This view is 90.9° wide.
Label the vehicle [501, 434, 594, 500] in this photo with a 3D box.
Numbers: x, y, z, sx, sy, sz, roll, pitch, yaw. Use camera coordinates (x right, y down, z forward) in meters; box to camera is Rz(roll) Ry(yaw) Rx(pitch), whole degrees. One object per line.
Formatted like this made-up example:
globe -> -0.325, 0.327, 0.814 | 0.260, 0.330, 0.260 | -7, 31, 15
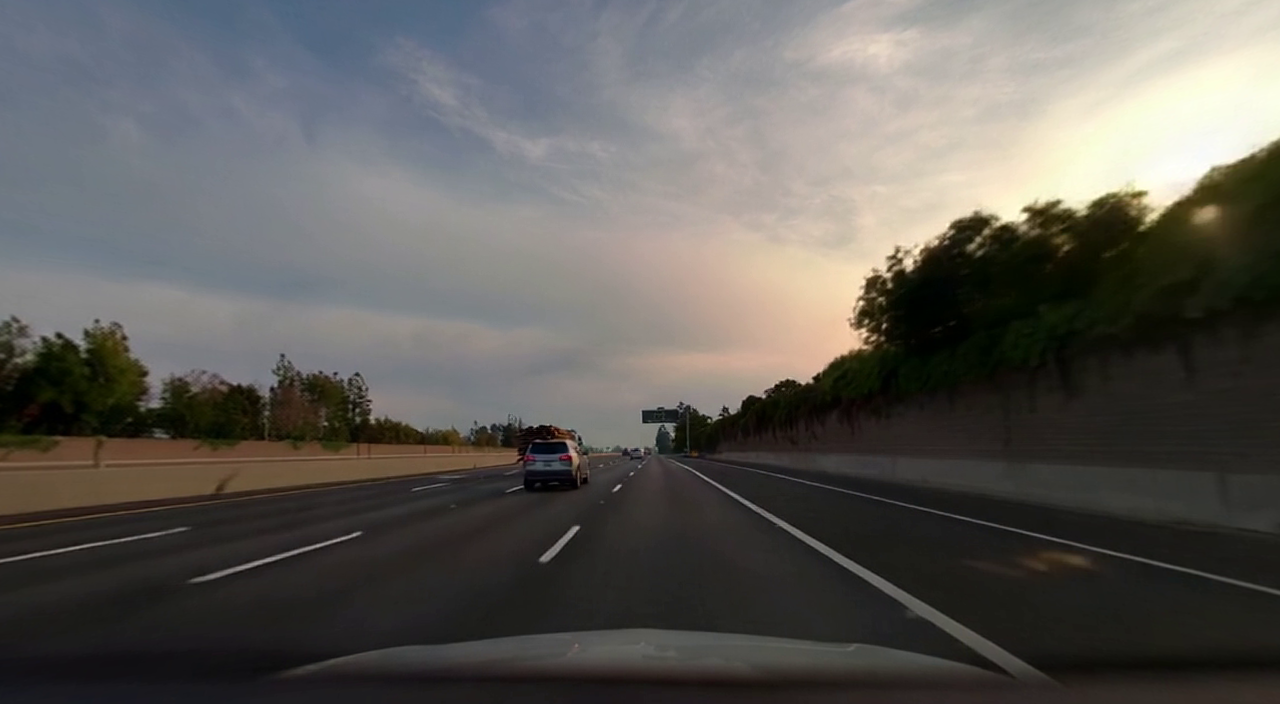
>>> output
vehicle -> -2.710, 3.496, 19.643 | 2.114, 1.787, 4.365 | 0, -8, 2
